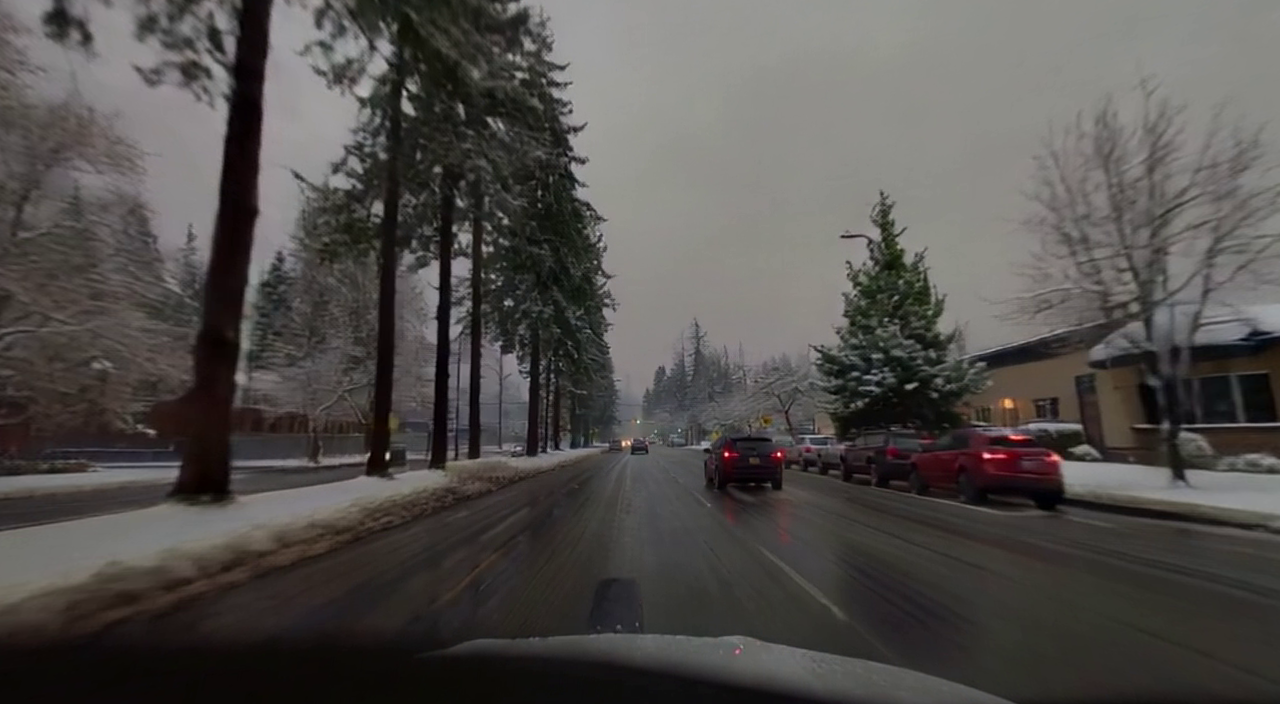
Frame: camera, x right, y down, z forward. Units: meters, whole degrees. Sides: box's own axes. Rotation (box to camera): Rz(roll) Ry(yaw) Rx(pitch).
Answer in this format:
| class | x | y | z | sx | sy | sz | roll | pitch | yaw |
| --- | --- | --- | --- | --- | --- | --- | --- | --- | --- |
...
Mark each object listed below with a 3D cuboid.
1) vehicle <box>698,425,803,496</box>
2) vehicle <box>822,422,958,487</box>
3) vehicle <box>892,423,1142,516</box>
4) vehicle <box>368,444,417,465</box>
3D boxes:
| class | x | y | z | sx | sy | sz | roll | pitch | yaw |
| --- | --- | --- | --- | --- | --- | --- | --- | --- | --- |
| vehicle | 2.812 | 2.883 | 17.036 | 2.022 | 1.656 | 4.025 | 0 | -8 | -1 |
| vehicle | 7.668 | 3.219 | 19.988 | 2.174 | 1.788 | 4.954 | 0 | -8 | -1 |
| vehicle | 7.484 | 2.381 | 13.334 | 2.068 | 1.558 | 5.058 | 0 | -8 | -1 |
| vehicle | -18.309 | 7.559 | 46.731 | 1.836 | 1.454 | 4.507 | 0 | -8 | 0 |
